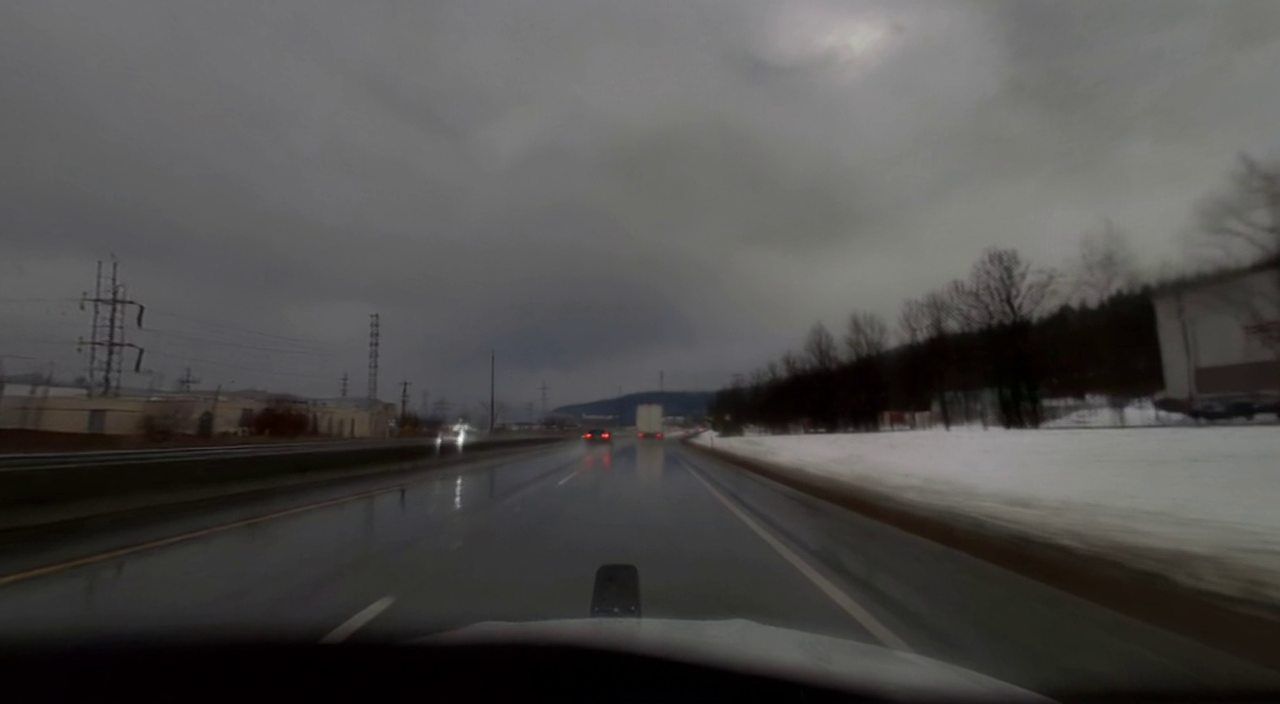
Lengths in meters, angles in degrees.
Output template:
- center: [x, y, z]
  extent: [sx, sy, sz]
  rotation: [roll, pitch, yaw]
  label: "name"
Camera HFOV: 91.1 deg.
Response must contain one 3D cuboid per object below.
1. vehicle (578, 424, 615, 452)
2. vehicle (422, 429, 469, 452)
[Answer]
- center: [-2.724, 5.485, 40.193]
  extent: [2.018, 1.678, 4.312]
  rotation: [0, -8, 1]
  label: "vehicle"
- center: [-13.654, 6.235, 44.446]
  extent: [1.904, 1.578, 4.194]
  rotation: [0, -7, 1]
  label: "vehicle"
